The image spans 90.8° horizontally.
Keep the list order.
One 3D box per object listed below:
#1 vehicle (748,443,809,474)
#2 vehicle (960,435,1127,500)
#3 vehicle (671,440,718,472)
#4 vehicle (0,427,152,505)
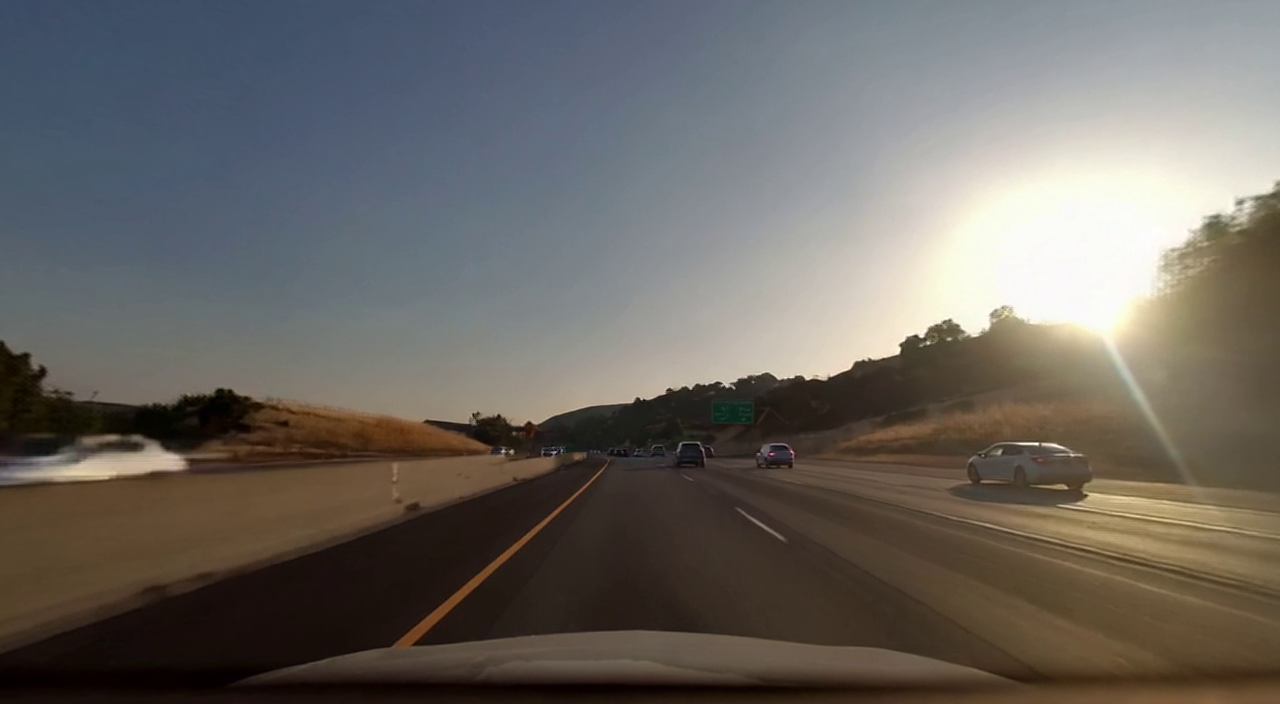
[{"bbox_3d":[6.862,5.306,31.766,1.952,1.442,4.259,1,-9,-2],"label":"vehicle"},{"bbox_3d":[10.919,3.139,17.523,1.844,1.560,4.085,0,-8,-1],"label":"vehicle"},{"bbox_3d":[2.841,5.517,33.737,1.977,1.601,4.598,1,-9,-2],"label":"vehicle"},{"bbox_3d":[-10.503,1.830,10.391,1.866,1.163,3.756,0,-8,2],"label":"vehicle"}]
